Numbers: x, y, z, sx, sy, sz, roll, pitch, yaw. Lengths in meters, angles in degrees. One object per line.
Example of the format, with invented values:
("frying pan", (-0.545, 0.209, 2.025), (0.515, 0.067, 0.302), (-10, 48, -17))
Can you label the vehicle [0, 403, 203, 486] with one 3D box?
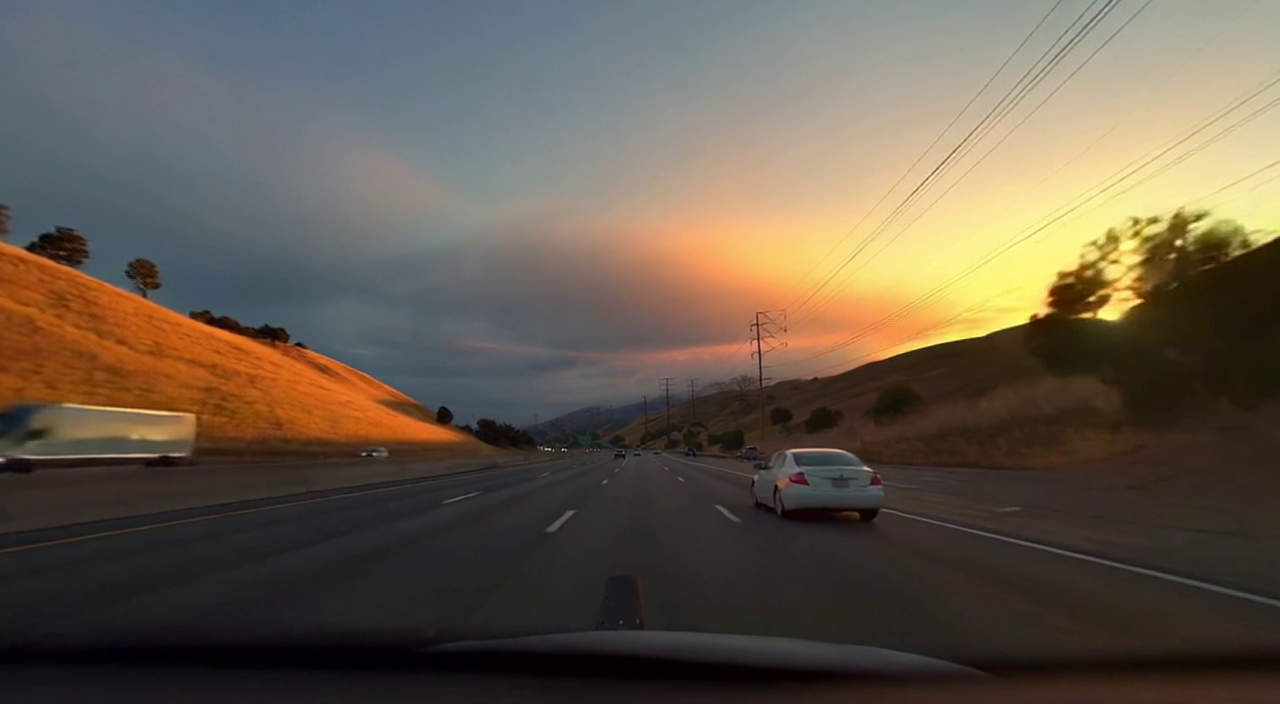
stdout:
("vehicle", (-25.448, 4.339, 29.613), (2.932, 3.269, 9.533), (0, -8, 0))

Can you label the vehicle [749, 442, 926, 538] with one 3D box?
("vehicle", (3.618, 2.586, 12.532), (2.086, 1.542, 4.355), (0, -8, 0))
